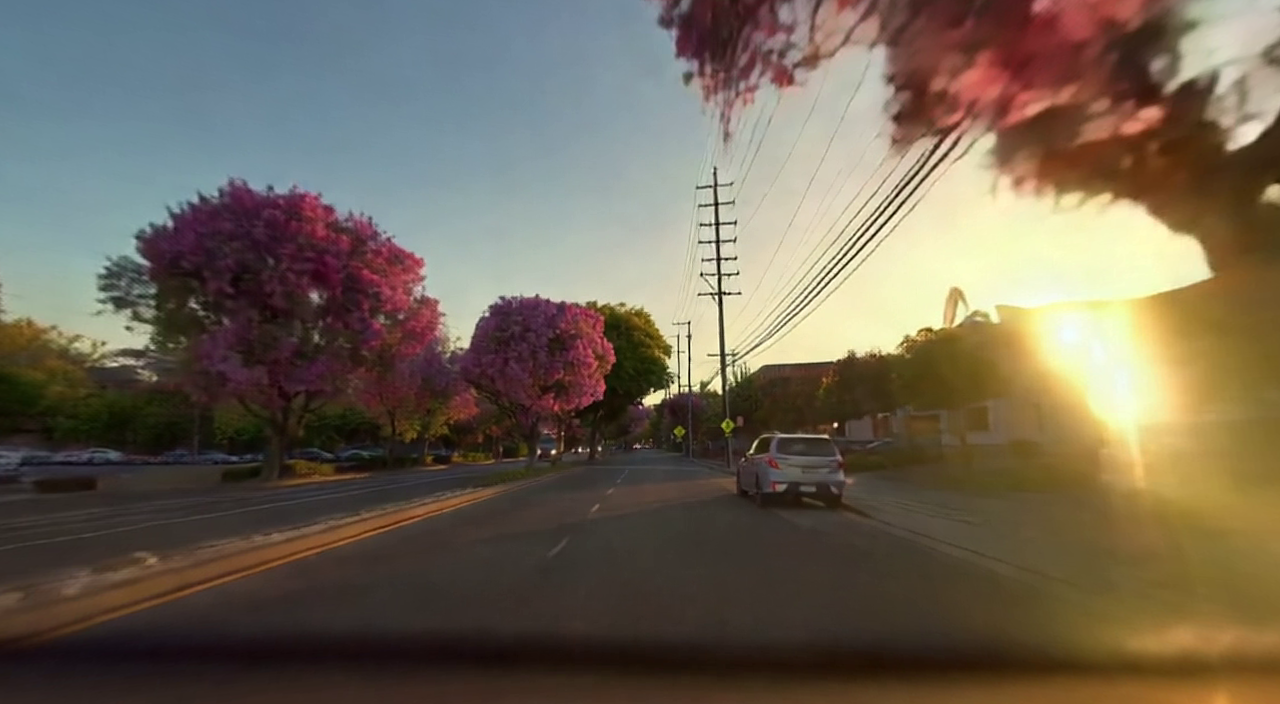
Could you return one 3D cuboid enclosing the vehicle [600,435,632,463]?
[{"bbox_3d":[-1.786,7.326,47.764,2.202,1.961,4.980,0,-8,0],"label":"vehicle"}]

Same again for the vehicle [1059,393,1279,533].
[{"bbox_3d":[9.567,1.631,9.498,4.818,1.847,2.257,0,-8,3],"label":"vehicle"}]

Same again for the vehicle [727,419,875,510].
[{"bbox_3d":[3.826,2.815,16.360,2.280,1.904,5.779,0,-8,-1],"label":"vehicle"}]
